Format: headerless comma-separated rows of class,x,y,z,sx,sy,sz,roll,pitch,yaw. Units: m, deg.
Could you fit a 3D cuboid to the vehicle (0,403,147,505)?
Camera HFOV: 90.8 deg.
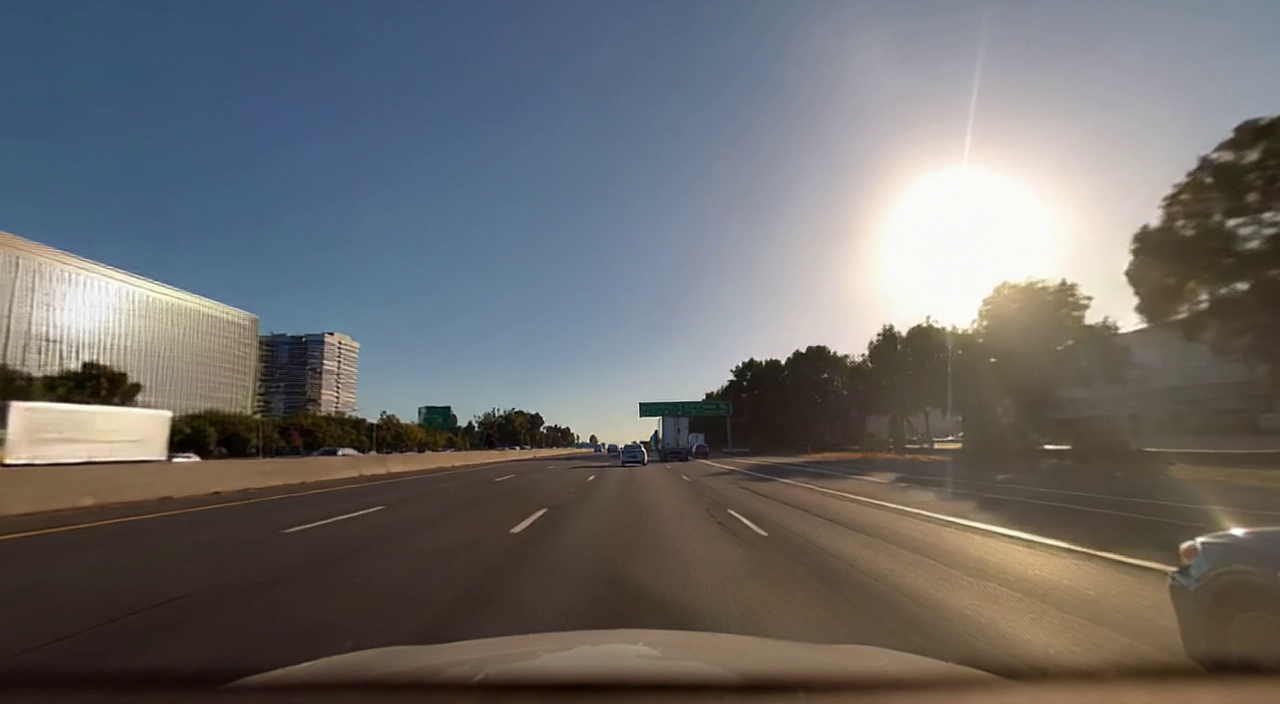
vehicle,-17.887,2.887,18.002,2.255,2.648,6.640,0,-8,0

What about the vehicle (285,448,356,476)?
vehicle,-18.822,6.448,37.450,1.889,1.525,4.375,0,-8,0

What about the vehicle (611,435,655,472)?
vehicle,-0.416,5.688,35.685,2.297,1.912,4.355,0,-8,-1

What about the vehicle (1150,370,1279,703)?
vehicle,3.527,0.635,0.894,1.950,1.596,4.326,0,-8,0

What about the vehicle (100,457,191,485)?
vehicle,-29.677,7.147,38.110,1.790,1.448,4.697,0,-8,-1
